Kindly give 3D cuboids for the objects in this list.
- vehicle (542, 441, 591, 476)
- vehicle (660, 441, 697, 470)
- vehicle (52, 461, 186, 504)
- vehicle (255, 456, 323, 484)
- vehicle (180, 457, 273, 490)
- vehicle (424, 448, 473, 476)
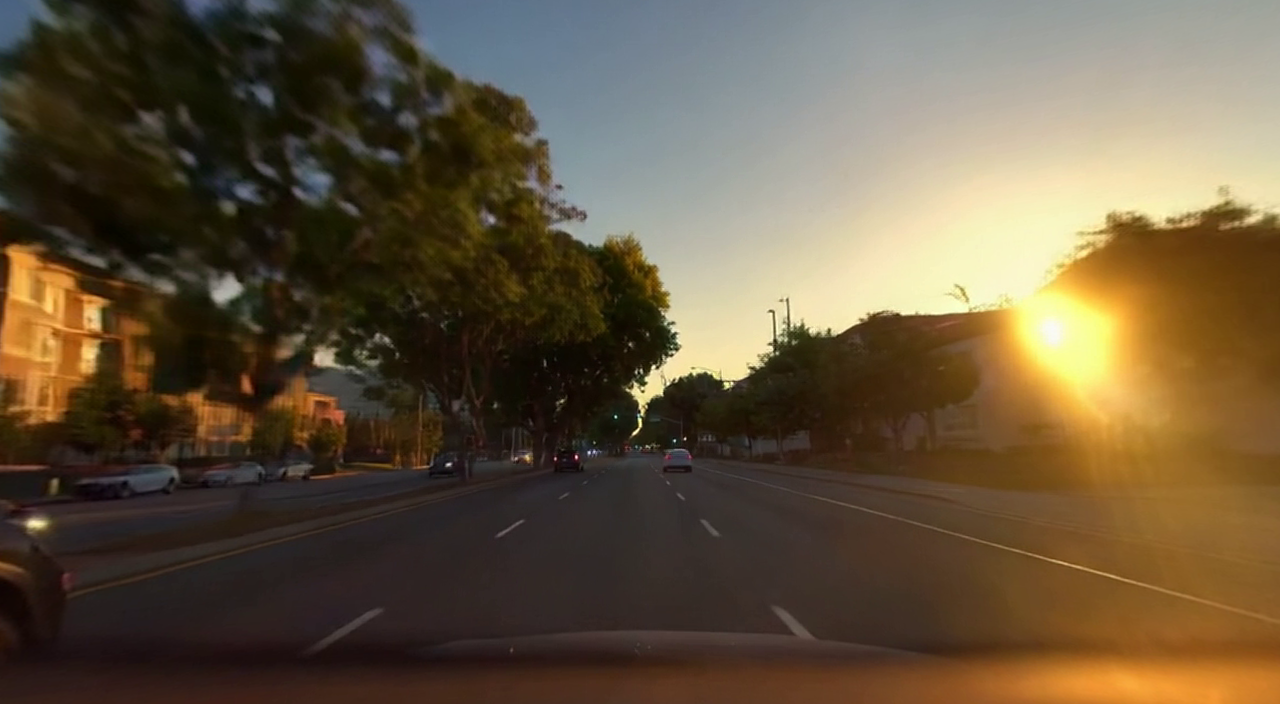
[{"bbox_3d":[-3.809,5.589,33.425,2.083,1.685,4.069,0,-8,1],"label":"vehicle"},{"bbox_3d":[2.411,6.613,40.564,2.018,1.719,4.369,0,-8,-1],"label":"vehicle"},{"bbox_3d":[-22.873,5.705,28.033,2.176,1.516,4.532,-3,-8,-1],"label":"vehicle"},{"bbox_3d":[-22.882,7.689,41.385,1.918,1.586,4.366,0,-8,0],"label":"vehicle"},{"bbox_3d":[-22.928,6.730,35.298,1.938,1.613,4.830,0,-8,-1],"label":"vehicle"},{"bbox_3d":[-11.773,6.752,39.099,1.838,1.588,3.658,0,-8,0],"label":"vehicle"}]
